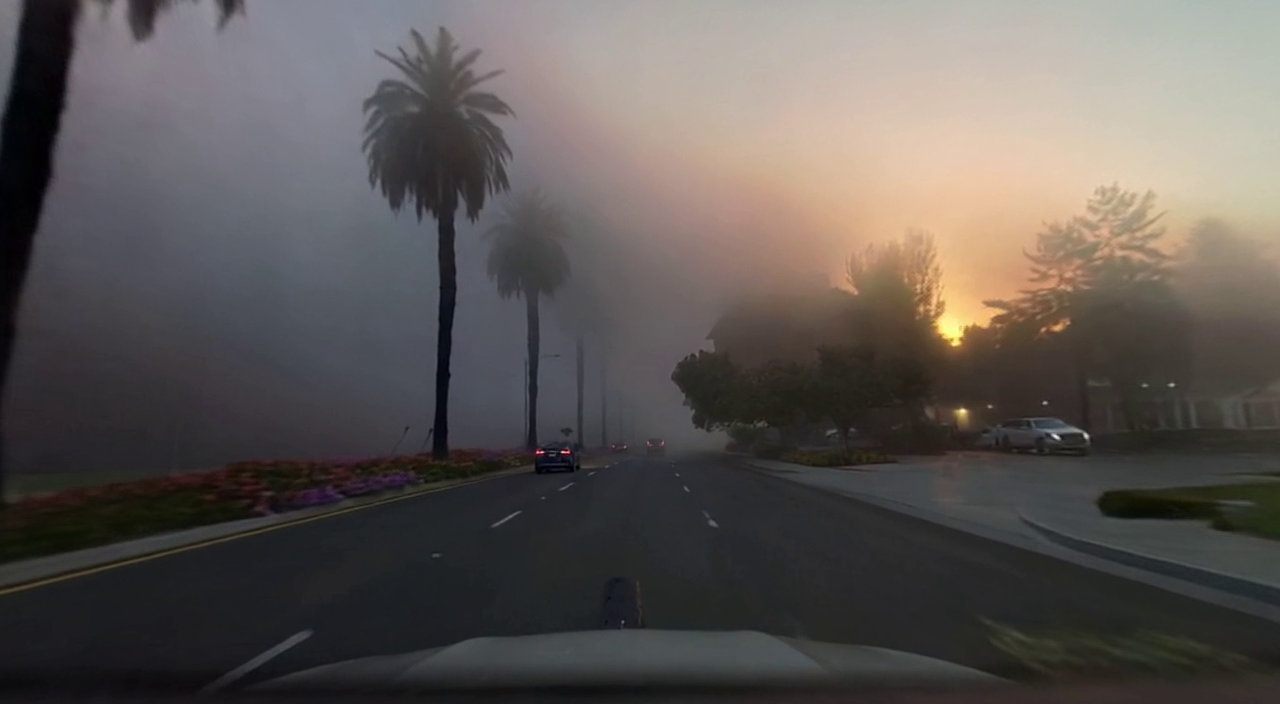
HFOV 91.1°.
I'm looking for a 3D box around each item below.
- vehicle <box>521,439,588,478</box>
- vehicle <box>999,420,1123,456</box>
[{"bbox_3d":[-3.473,4.415,26.402,2.036,1.478,4.508,0,-8,2],"label":"vehicle"},{"bbox_3d":[19.799,4.062,29.695,4.364,1.609,1.917,-1,-8,8],"label":"vehicle"}]
